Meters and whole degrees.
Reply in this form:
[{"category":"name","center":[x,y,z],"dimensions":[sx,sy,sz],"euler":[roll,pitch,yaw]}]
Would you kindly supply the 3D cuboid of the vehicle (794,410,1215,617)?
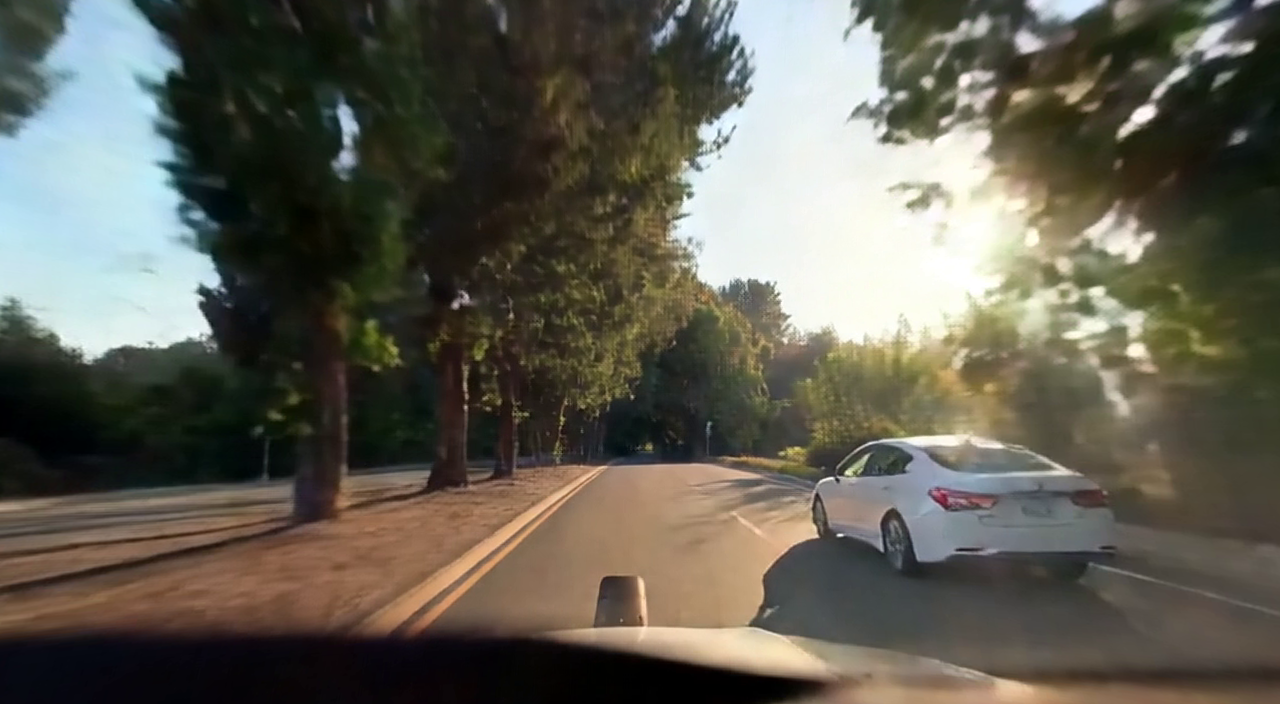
[{"category":"vehicle","center":[3.407,1.606,7.272],"dimensions":[2.060,1.584,4.592],"euler":[0,-9,0]}]
